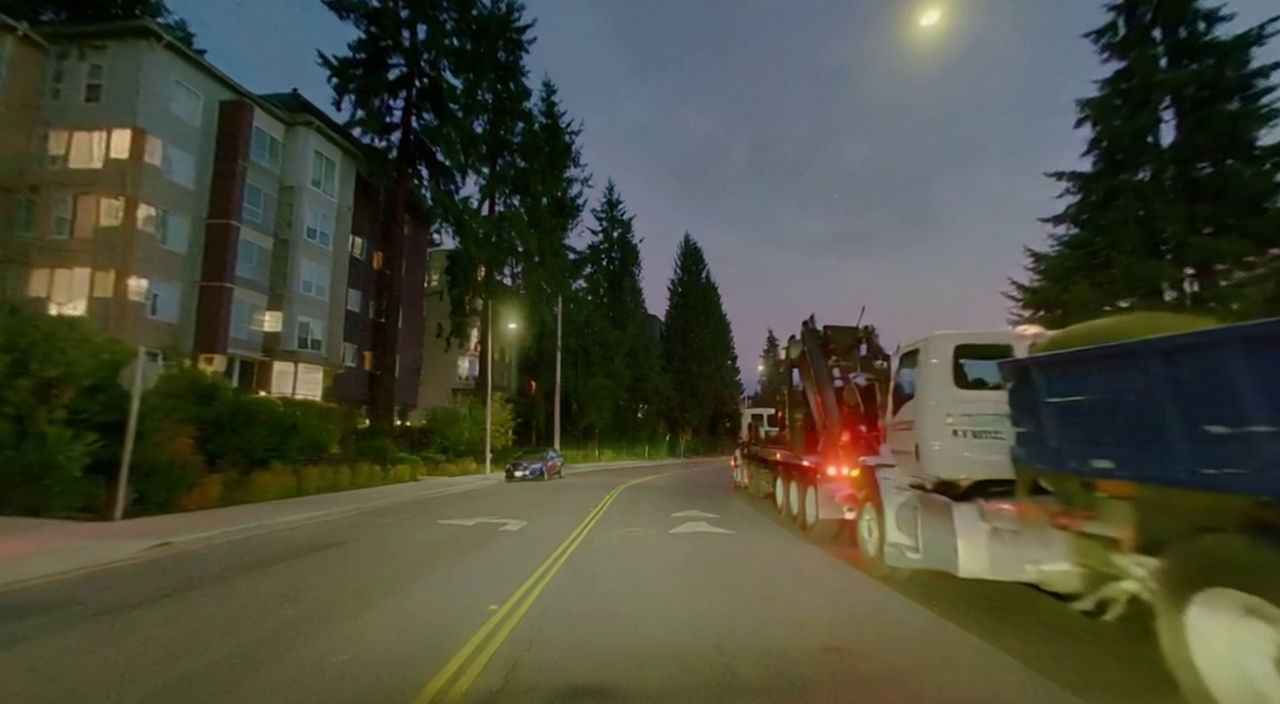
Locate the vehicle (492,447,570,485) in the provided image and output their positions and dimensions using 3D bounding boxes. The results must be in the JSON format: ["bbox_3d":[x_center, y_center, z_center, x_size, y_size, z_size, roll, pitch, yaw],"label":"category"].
[{"bbox_3d":[-4.525,4.787,26.927,1.930,1.487,4.213,-2,-9,10],"label":"vehicle"}]

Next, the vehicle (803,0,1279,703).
[{"bbox_3d":[3.864,0.325,4.491,3.107,3.379,8.460,-1,-8,0],"label":"vehicle"}]
